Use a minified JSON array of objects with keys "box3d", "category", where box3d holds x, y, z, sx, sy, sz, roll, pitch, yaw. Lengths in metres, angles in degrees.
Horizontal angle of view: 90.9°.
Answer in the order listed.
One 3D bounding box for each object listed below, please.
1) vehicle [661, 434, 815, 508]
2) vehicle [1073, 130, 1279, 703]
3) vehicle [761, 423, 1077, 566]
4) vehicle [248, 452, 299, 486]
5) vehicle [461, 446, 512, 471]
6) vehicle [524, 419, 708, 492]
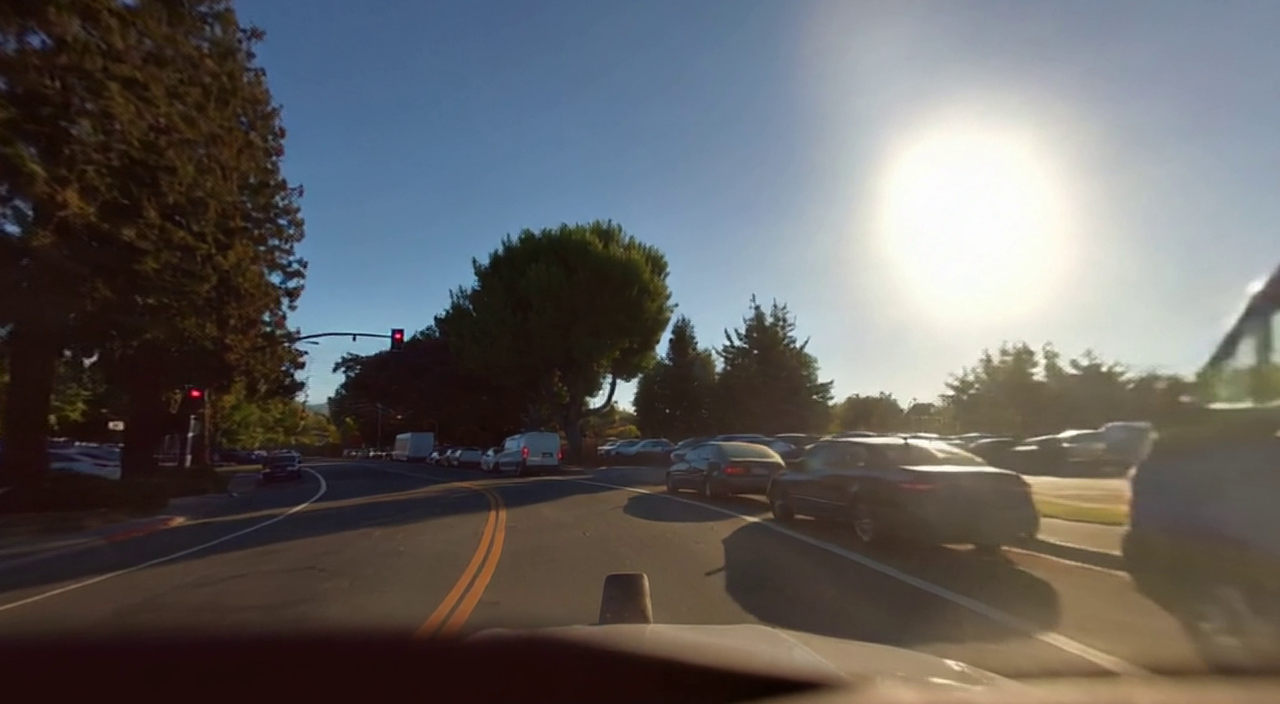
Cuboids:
[{"box3d":[2.112,2.754,15.159,1.957,1.479,4.554,2,-9,-15],"category":"vehicle"},{"box3d":[4.244,-0.012,0.725,2.406,2.689,6.916,0,-8,-1],"category":"vehicle"},{"box3d":[3.370,1.808,8.885,1.961,1.456,4.569,1,-8,-7],"category":"vehicle"},{"box3d":[-18.620,5.862,31.953,1.950,1.489,4.214,4,-9,-33],"category":"vehicle"},{"box3d":[-9.623,6.591,39.199,1.804,1.453,4.462,5,-10,-30],"category":"vehicle"},{"box3d":[-1.520,4.018,24.813,3.041,2.164,10.370,2,-9,-27],"category":"vehicle"}]
